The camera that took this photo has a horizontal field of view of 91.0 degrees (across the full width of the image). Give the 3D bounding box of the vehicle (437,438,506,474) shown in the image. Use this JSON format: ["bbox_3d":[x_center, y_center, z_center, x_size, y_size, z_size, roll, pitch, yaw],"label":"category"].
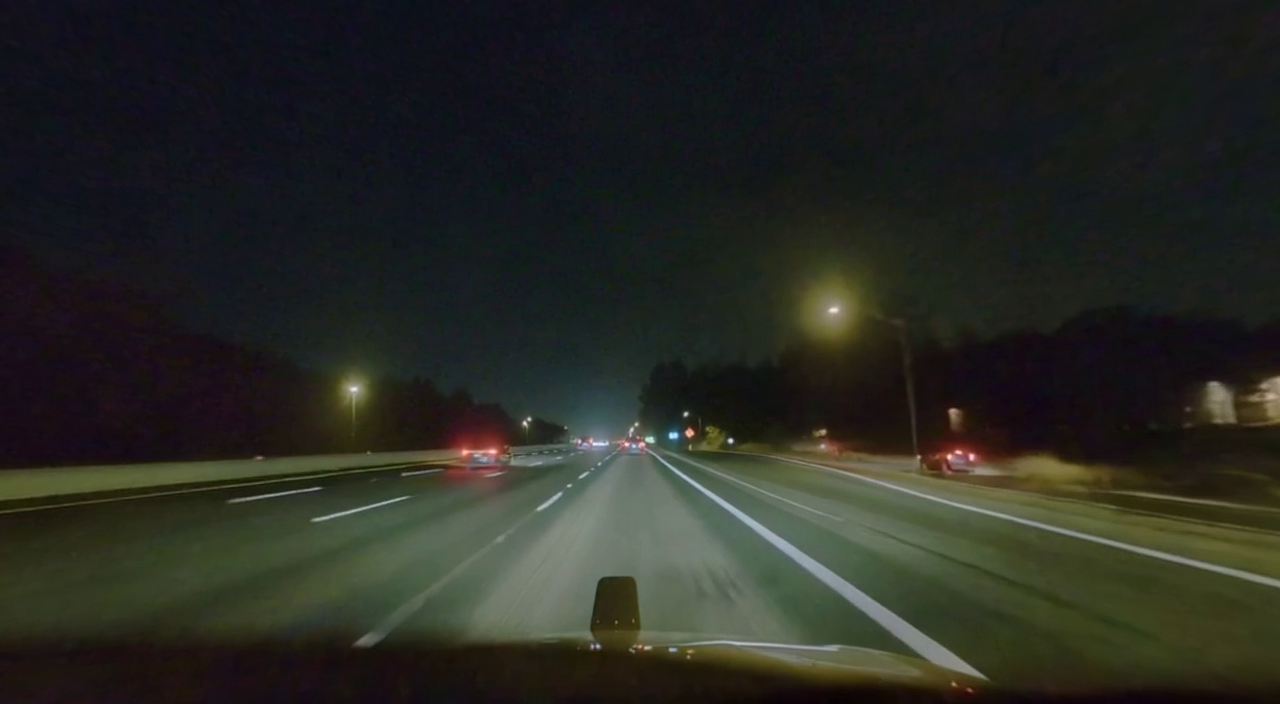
[{"bbox_3d":[-7.702,4.775,29.229,1.939,1.504,4.727,0,-8,-1],"label":"vehicle"}]

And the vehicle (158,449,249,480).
[{"bbox_3d":[-27.693,7.114,40.214,2.075,1.787,5.238,0,-8,-1],"label":"vehicle"}]

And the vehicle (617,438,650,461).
[{"bbox_3d":[-0.448,6.460,41.785,2.072,1.440,3.690,0,-8,-1],"label":"vehicle"}]
